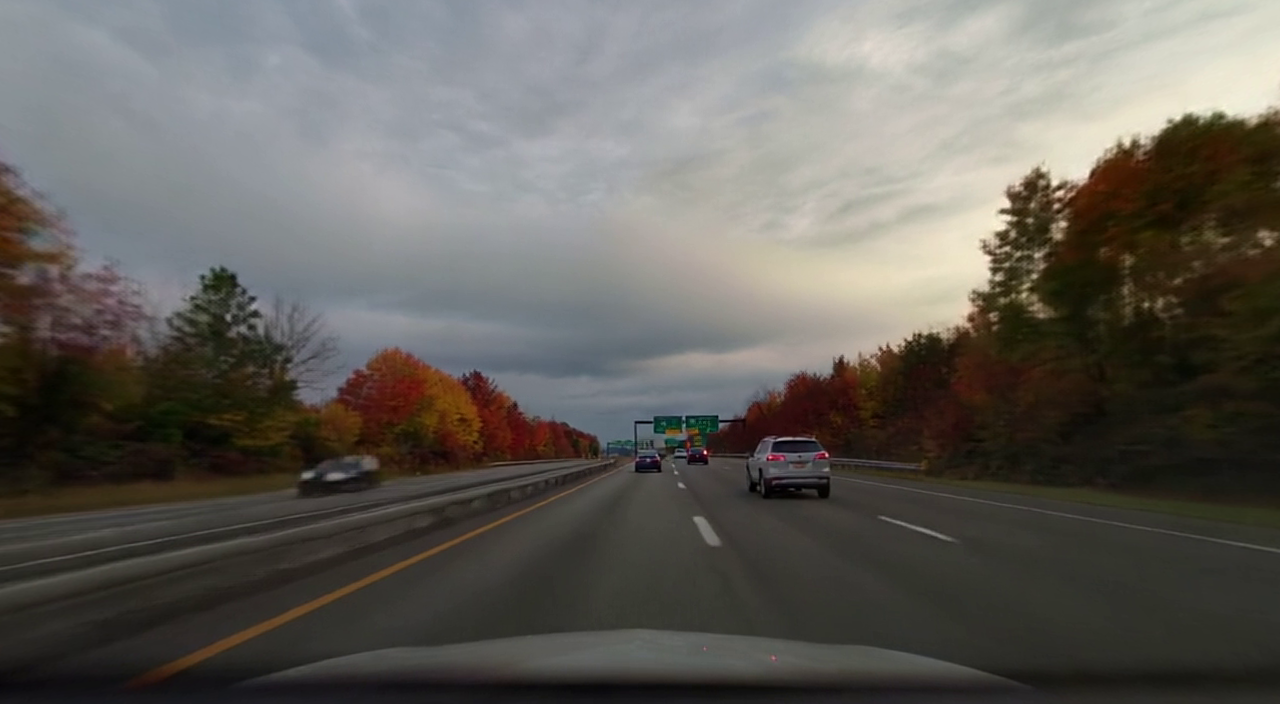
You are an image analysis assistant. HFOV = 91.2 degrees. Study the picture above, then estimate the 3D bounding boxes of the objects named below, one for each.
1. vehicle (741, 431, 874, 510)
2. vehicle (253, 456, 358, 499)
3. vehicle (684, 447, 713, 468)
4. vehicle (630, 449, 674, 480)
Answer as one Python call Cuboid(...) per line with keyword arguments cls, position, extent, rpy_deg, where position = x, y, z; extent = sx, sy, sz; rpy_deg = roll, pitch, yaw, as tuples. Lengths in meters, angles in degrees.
Cuboid(cls="vehicle", position=(4.071, 2.970, 16.122), extent=(2.250, 1.718, 4.358), rpy_deg=(0, -9, 1))
Cuboid(cls="vehicle", position=(-13.671, 5.128, 25.977), extent=(1.886, 1.531, 4.272), rpy_deg=(-1, -9, 2))
Cuboid(cls="vehicle", position=(4.536, 8.293, 49.318), extent=(1.959, 1.528, 4.207), rpy_deg=(-1, -9, 1))
Cuboid(cls="vehicle", position=(0.617, 5.535, 31.201), extent=(2.037, 1.418, 3.793), rpy_deg=(-1, -9, 1))
